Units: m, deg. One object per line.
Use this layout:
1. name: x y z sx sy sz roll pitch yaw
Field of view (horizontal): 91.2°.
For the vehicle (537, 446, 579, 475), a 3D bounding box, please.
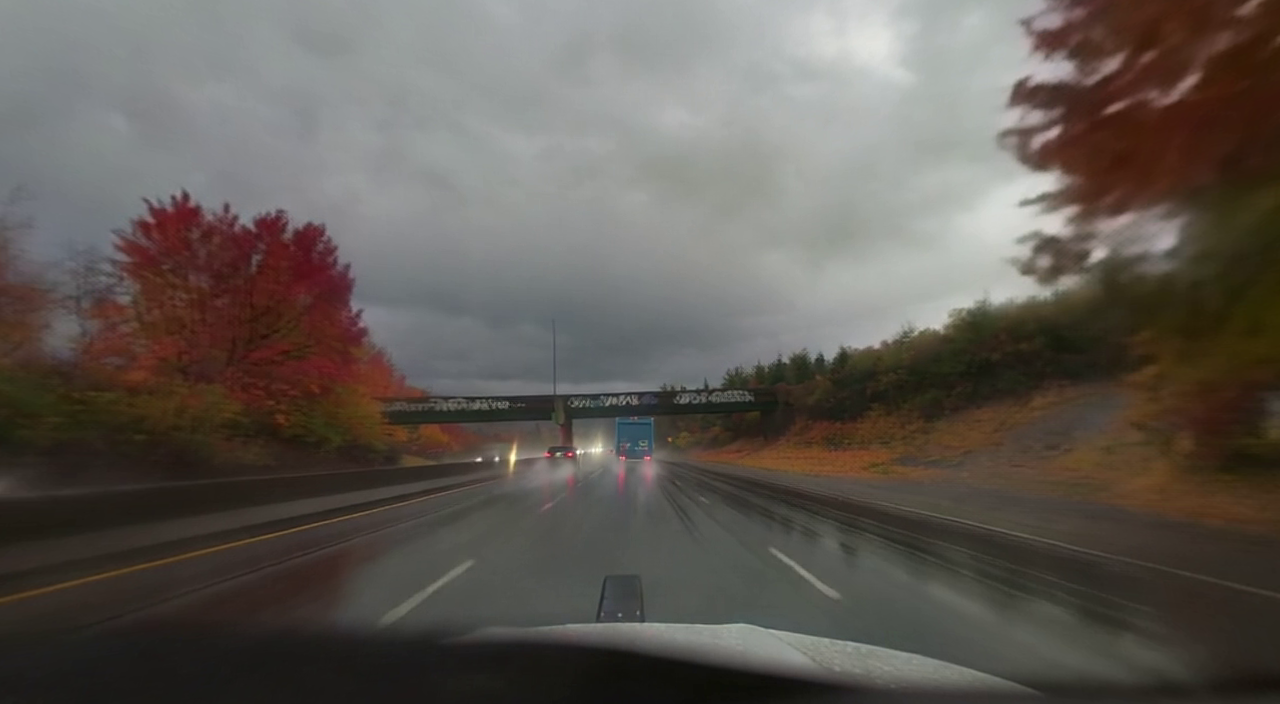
1. vehicle: -4.507 6.037 35.088 1.892 1.529 3.996 0 -9 -1
